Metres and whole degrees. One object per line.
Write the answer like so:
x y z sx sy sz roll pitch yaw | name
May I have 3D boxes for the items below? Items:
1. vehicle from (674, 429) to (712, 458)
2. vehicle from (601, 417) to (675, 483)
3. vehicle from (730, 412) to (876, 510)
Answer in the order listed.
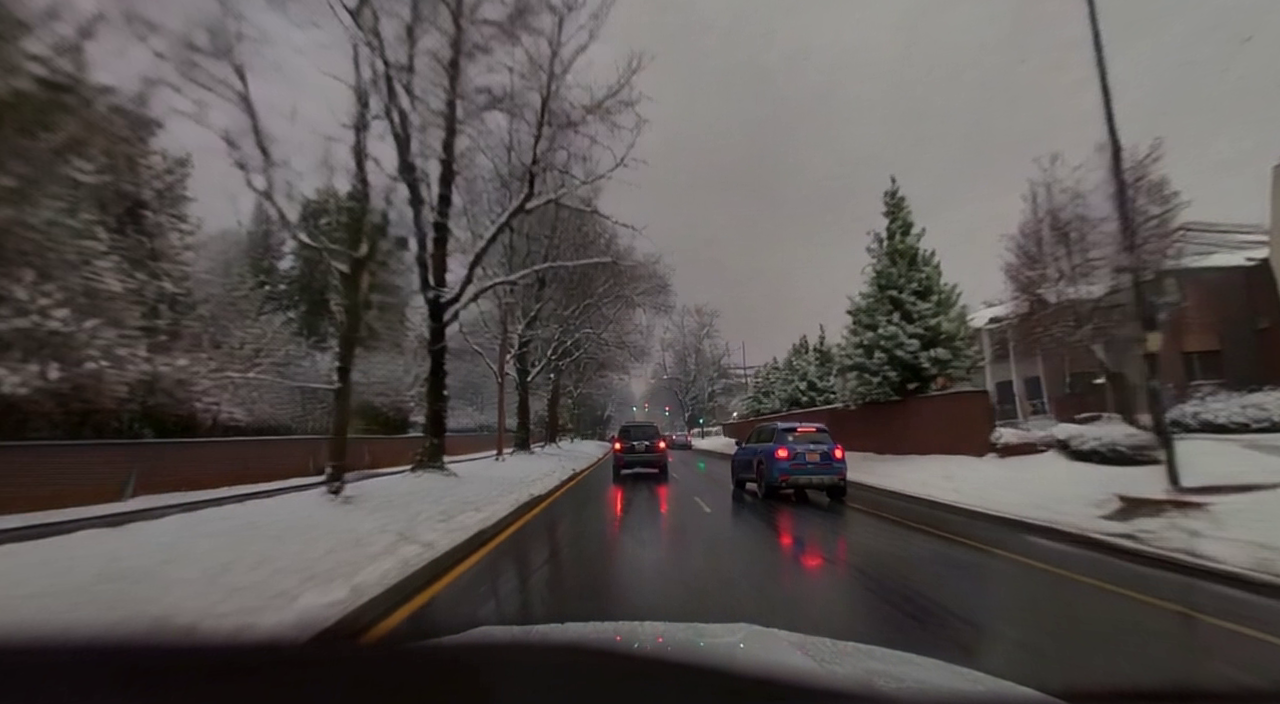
3.164 5.552 38.196 1.863 1.610 3.726 0 -8 -1 | vehicle
-0.083 2.884 18.677 1.984 1.777 3.148 0 -8 -1 | vehicle
3.172 2.233 13.209 1.840 1.709 4.202 0 -8 -1 | vehicle
